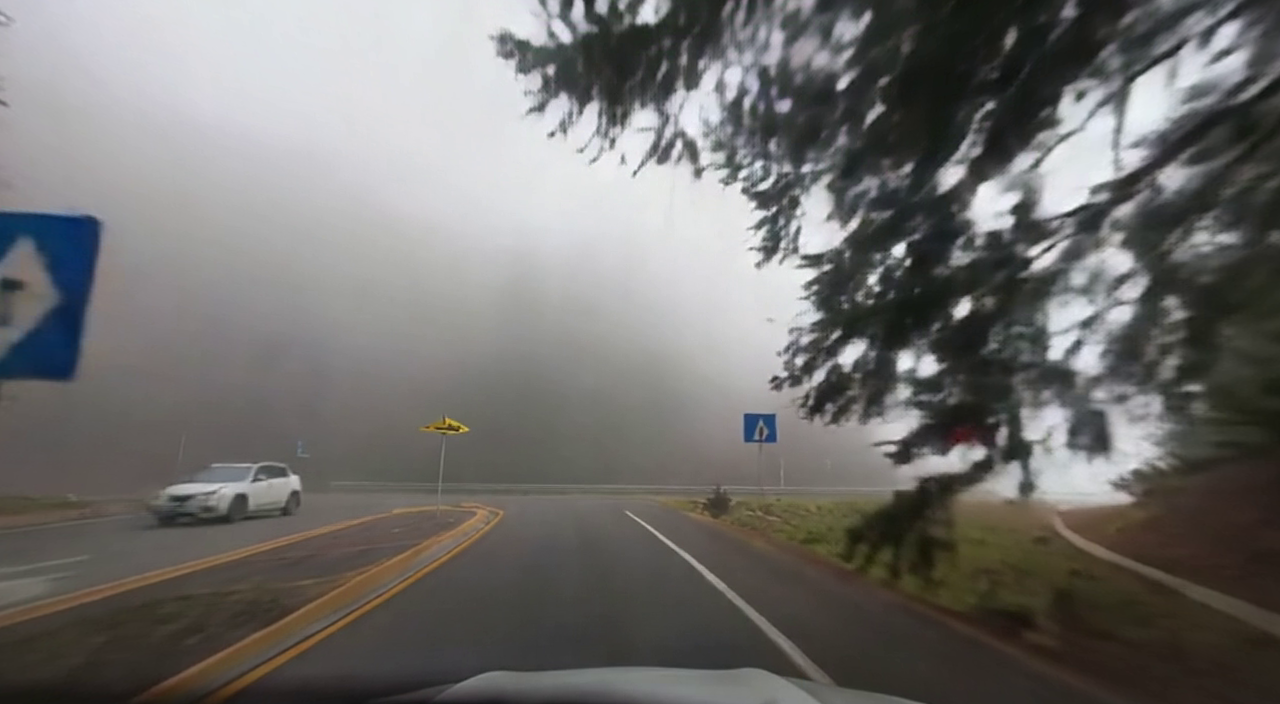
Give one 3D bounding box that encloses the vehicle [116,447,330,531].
[{"bbox_3d":[-9.164,3.042,14.363,1.889,1.583,3.992,0,-10,4],"label":"vehicle"}]
